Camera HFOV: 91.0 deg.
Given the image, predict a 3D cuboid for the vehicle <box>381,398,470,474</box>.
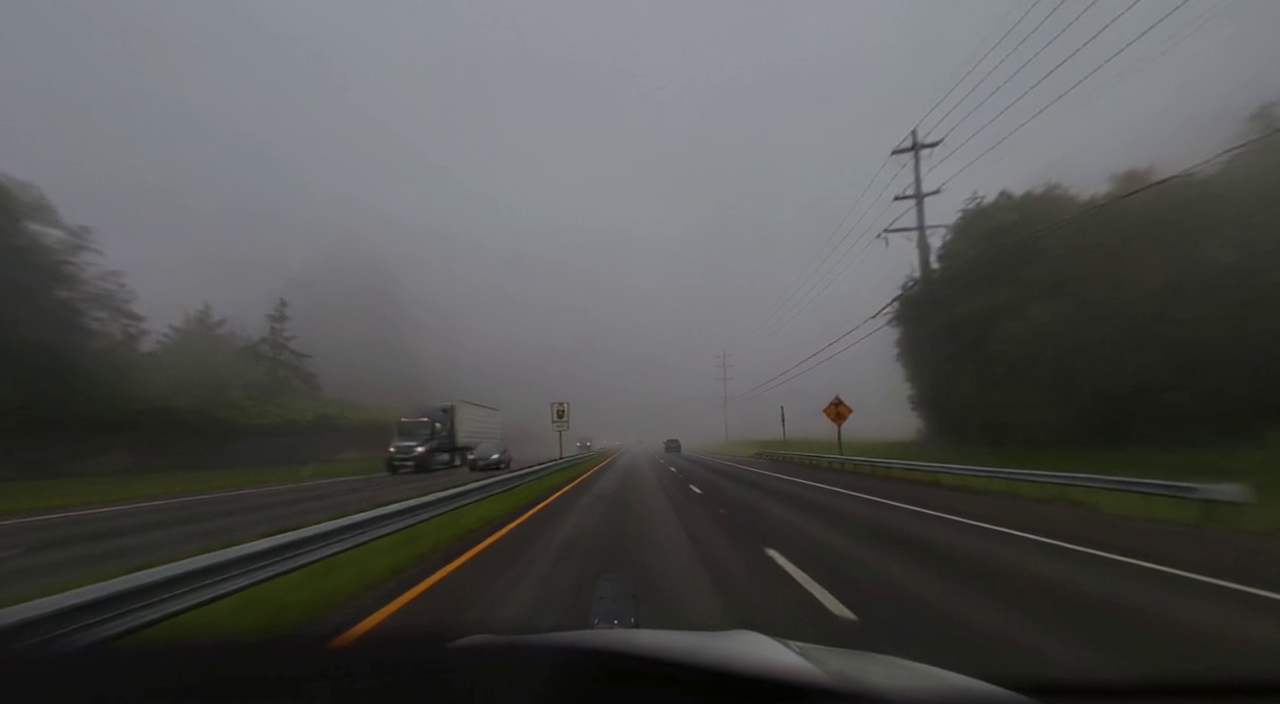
[{"bbox_3d":[-12.138,4.865,36.315,3.013,3.970,5.892,-1,-8,0],"label":"vehicle"}]
